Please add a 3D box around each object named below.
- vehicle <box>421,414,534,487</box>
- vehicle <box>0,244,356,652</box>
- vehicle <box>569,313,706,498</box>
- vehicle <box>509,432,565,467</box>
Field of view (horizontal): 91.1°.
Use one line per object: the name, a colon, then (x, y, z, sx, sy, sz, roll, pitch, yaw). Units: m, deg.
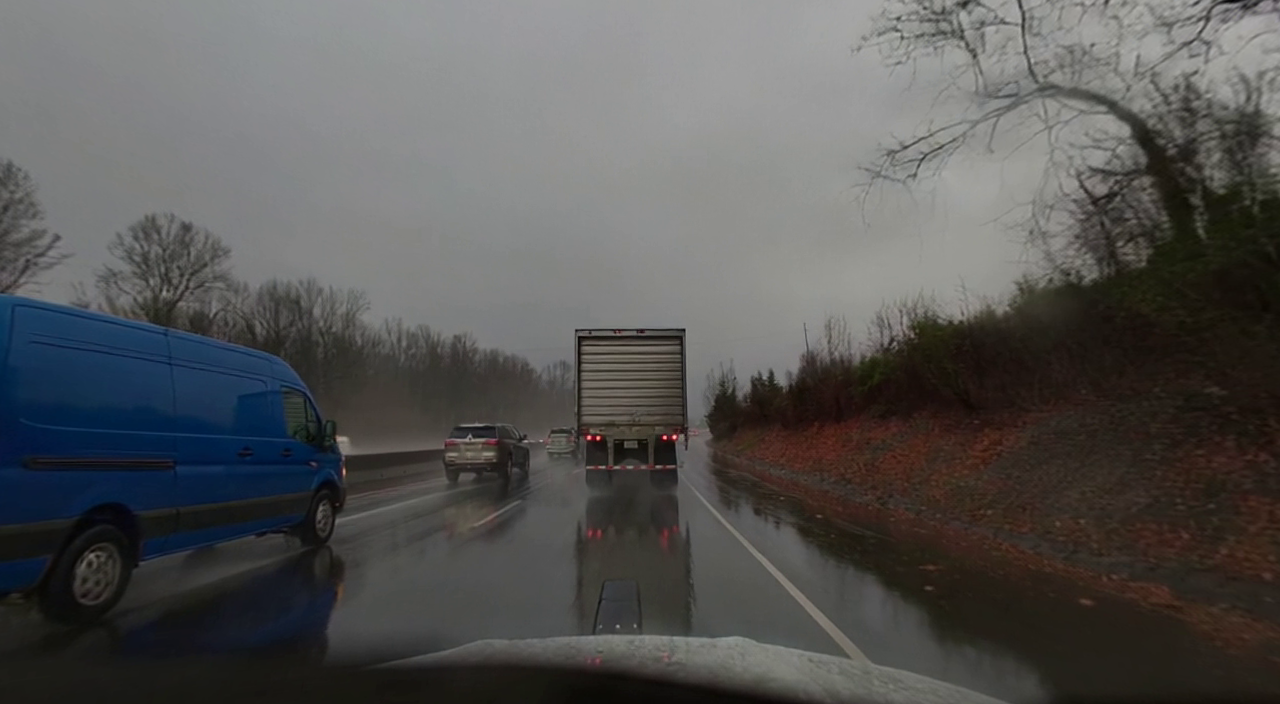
vehicle: (-4.851, 3.008, 19.603, 2.168, 1.985, 4.952, 0, -8, 0)
vehicle: (-5.244, 0.887, 6.055, 2.478, 2.515, 5.438, 0, -8, -1)
vehicle: (-0.203, 1.812, 18.827, 2.953, 4.041, 10.072, 0, -8, -2)
vehicle: (-4.851, 4.653, 30.196, 1.931, 1.539, 4.441, 0, -8, 0)
